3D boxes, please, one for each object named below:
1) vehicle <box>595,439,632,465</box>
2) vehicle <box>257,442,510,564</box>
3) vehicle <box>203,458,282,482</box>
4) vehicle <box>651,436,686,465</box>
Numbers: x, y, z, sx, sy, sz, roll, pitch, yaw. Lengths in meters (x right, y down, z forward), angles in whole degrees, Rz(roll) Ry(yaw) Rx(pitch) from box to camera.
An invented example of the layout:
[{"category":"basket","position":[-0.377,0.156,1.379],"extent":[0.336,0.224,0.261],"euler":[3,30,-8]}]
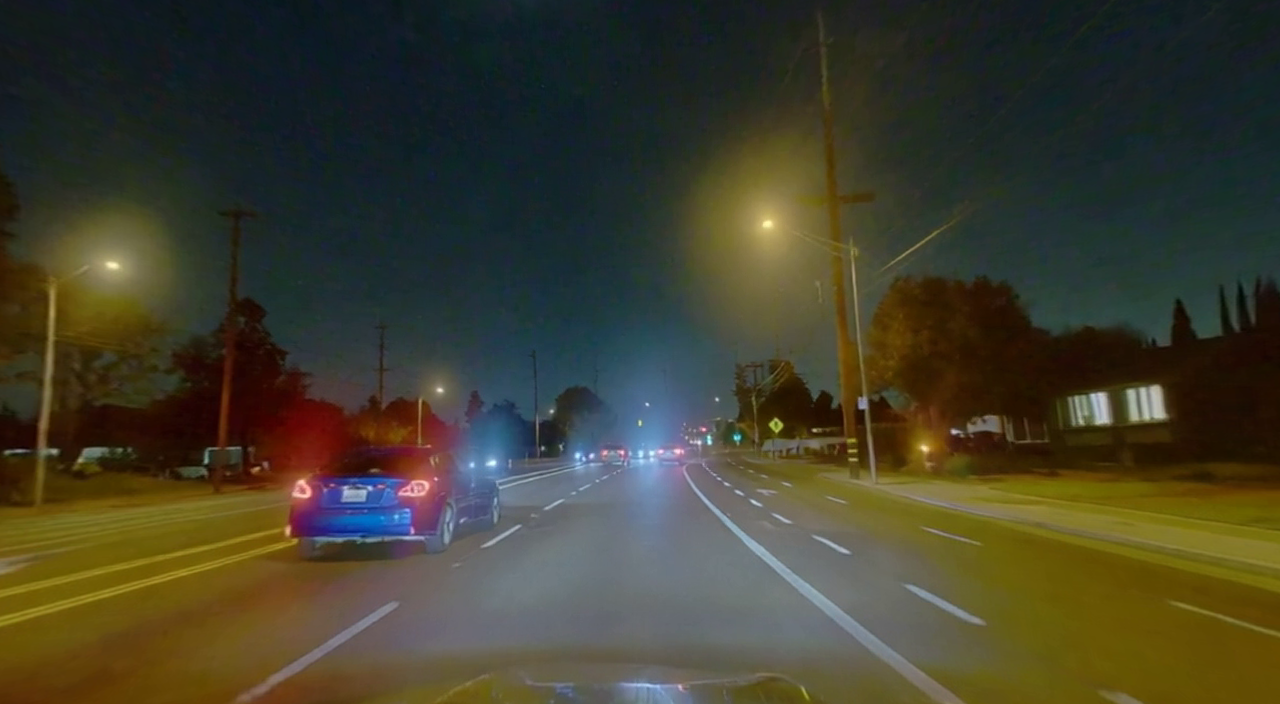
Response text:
[{"category":"vehicle","position":[-1.756,6.848,43.338],"extent":[1.899,1.685,4.121],"euler":[-1,-8,6]},{"category":"vehicle","position":[-3.468,2.092,9.661],"extent":[1.901,1.409,4.442],"euler":[0,-8,2]},{"category":"vehicle","position":[-26.203,7.779,41.674],"extent":[4.240,1.442,1.574],"euler":[-1,-8,6]},{"category":"vehicle","position":[1.990,6.668,42.812],"extent":[2.155,1.836,4.250],"euler":[-1,-8,6]}]
